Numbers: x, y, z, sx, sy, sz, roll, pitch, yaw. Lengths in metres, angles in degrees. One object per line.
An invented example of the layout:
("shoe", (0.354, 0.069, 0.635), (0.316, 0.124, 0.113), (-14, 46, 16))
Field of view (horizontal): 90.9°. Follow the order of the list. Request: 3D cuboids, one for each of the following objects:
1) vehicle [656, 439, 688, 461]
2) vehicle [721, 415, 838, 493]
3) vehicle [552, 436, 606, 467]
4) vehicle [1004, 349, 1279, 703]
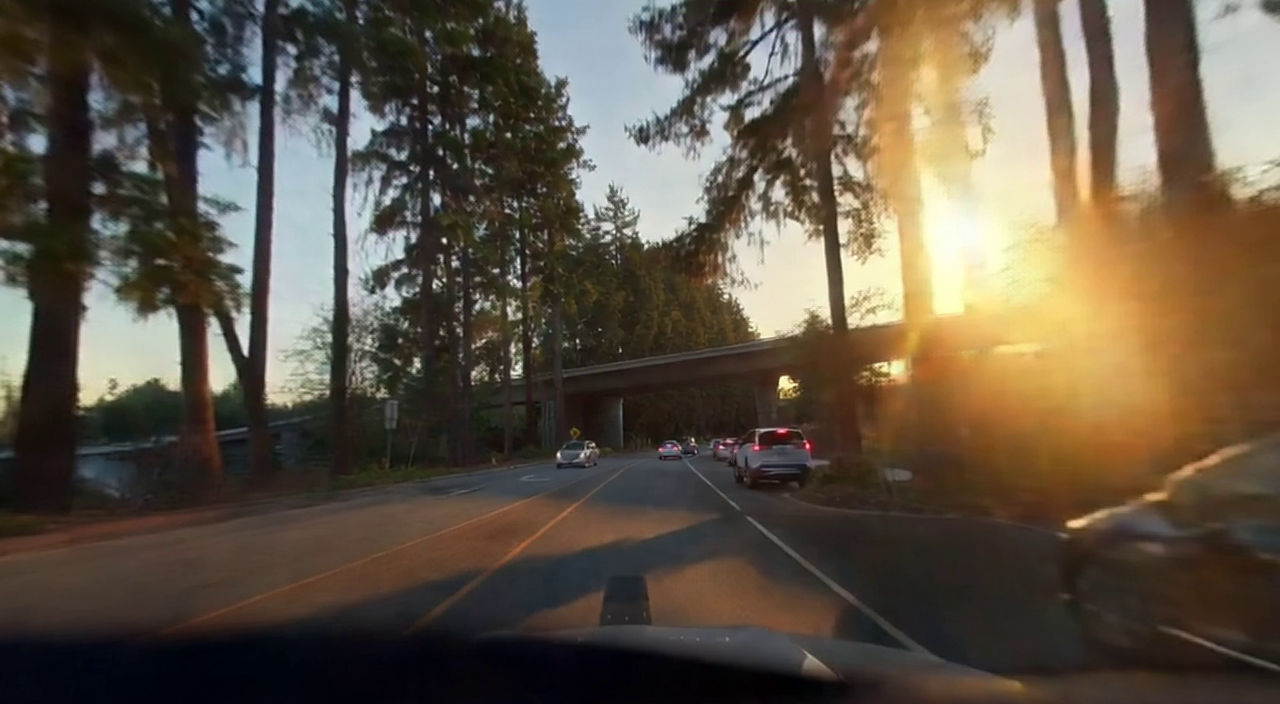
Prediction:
("vehicle", (2.344, 7.090, 45.697), (2.078, 1.506, 4.058), (-1, -8, 6))
("vehicle", (3.830, 2.920, 18.343), (2.273, 1.944, 4.866), (0, -8, 0))
("vehicle", (-3.179, 5.297, 33.679), (2.009, 1.527, 4.119), (-1, -8, 6))
("vehicle", (3.741, 0.836, 2.632), (1.938, 1.710, 4.249), (0, -8, 1))
